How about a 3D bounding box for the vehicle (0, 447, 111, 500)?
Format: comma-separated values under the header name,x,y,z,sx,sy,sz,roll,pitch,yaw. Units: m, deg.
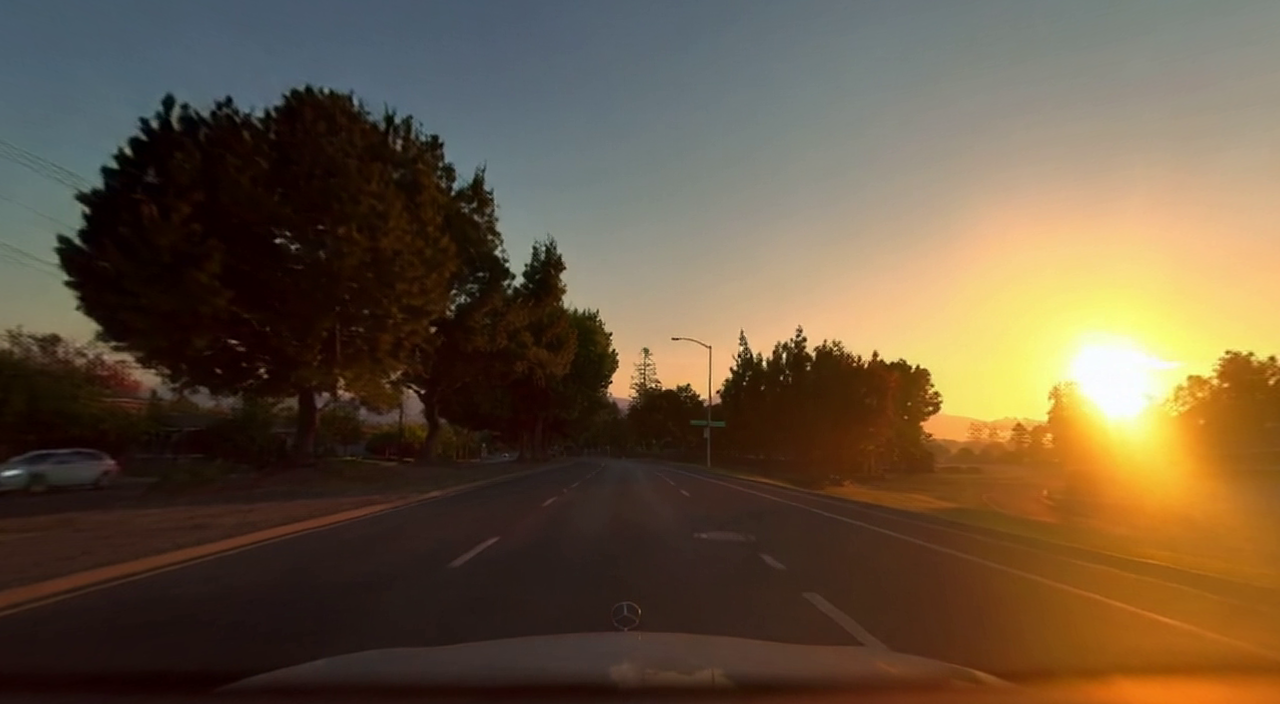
name,x,y,z,sx,sy,sz,roll,pitch,yaw
vehicle,-22.019,4.348,23.018,1.891,1.718,4.251,0,-8,-3
